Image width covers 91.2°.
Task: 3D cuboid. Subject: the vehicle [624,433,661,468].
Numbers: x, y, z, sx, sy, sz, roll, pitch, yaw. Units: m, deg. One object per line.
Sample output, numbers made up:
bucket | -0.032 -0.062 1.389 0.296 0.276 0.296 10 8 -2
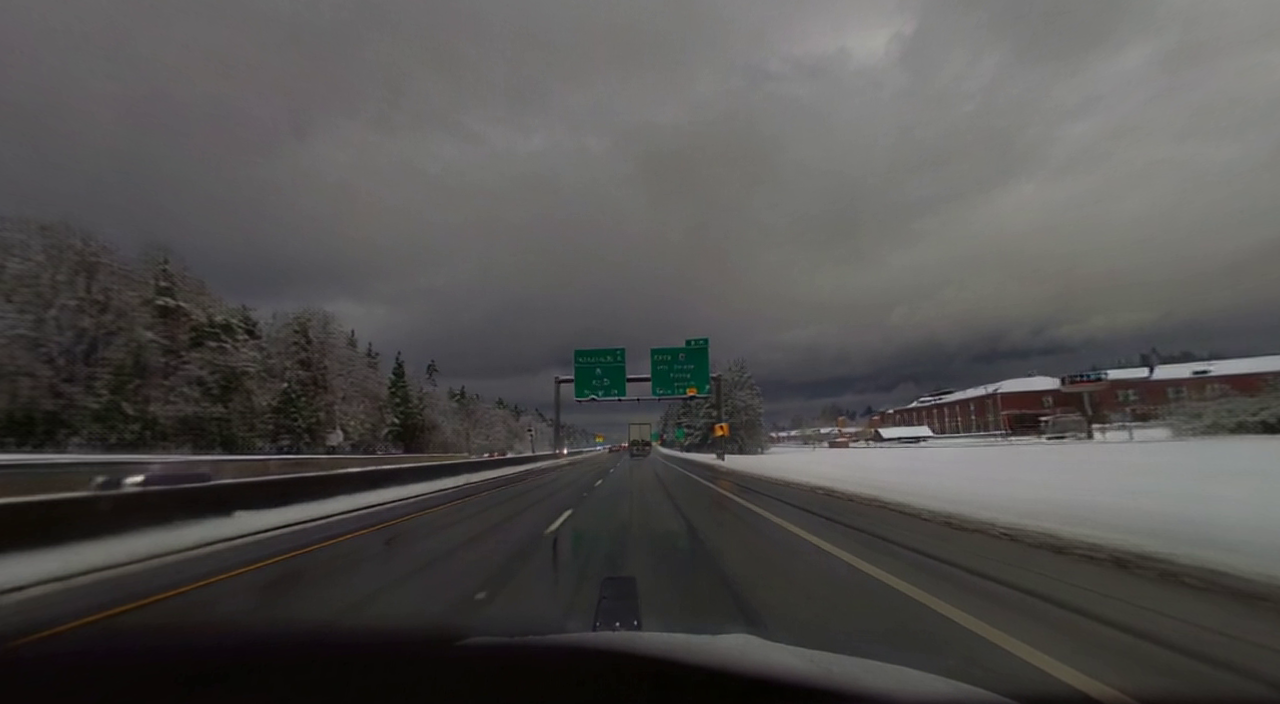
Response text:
vehicle | 0.206 6.432 40.972 2.268 2.122 4.595 -1 -9 1

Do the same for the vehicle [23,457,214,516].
vehicle | -16.055 4.106 19.731 1.909 1.525 4.800 0 -9 -1
